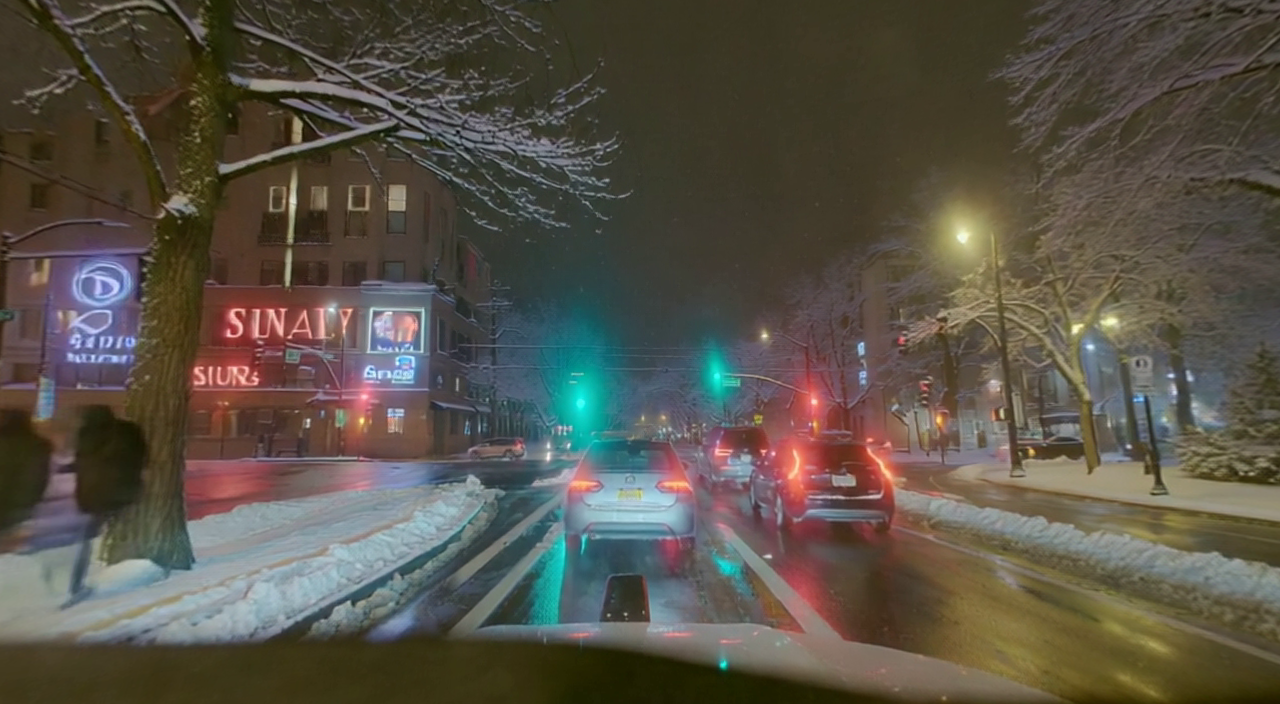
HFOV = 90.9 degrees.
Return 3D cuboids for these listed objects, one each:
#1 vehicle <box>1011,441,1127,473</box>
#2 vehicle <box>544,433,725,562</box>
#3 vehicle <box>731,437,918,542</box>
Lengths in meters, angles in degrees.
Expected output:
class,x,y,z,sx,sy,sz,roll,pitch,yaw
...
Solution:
class,x,y,z,sx,sy,sz,roll,pitch,yaw
vehicle,22.596,5.541,33.340,4.610,1.622,1.934,-1,-8,4
vehicle,-0.104,1.982,9.389,2.087,1.456,4.143,0,-8,-1
vehicle,2.904,2.248,11.031,1.893,1.446,4.270,0,-8,-1
